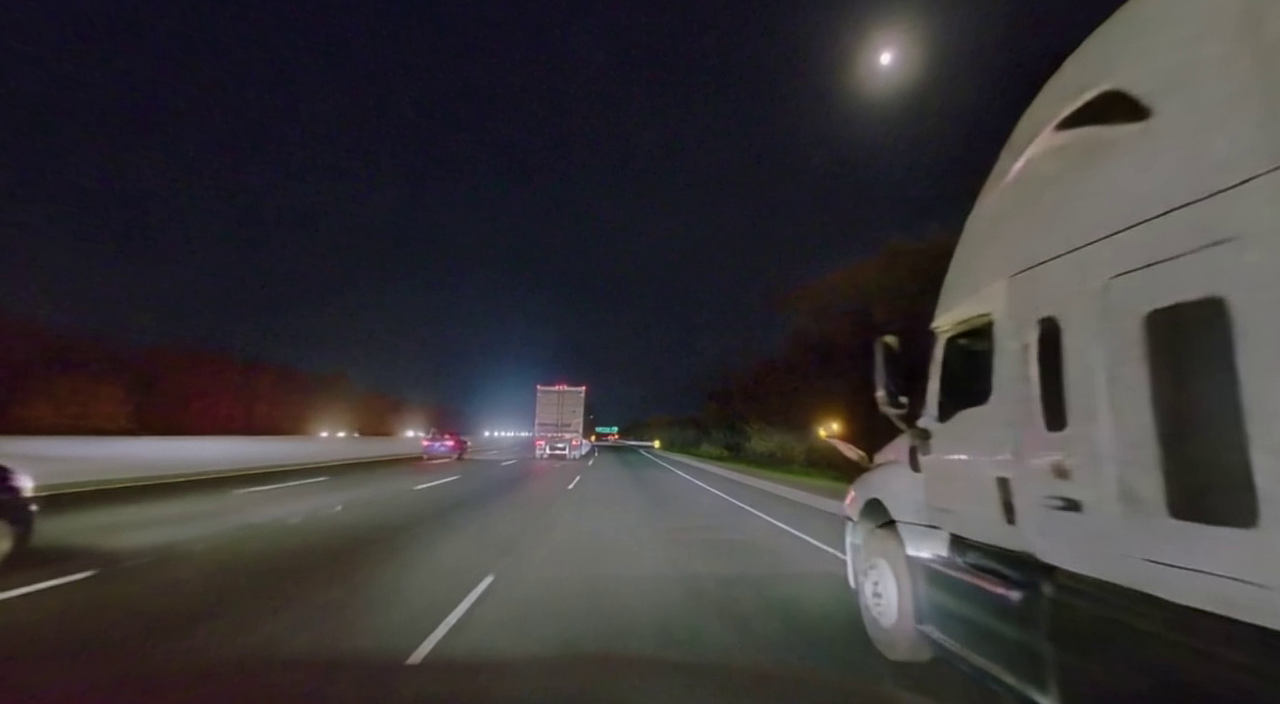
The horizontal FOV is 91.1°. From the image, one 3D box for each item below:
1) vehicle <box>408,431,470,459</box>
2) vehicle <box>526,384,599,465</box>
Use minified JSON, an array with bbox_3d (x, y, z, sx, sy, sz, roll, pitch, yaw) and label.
[{"bbox_3d":[-11.783,5.491,37.190,2.138,1.531,4.864,0,-8,-1],"label":"vehicle"},{"bbox_3d":[-4.213,4.431,37.186,3.002,3.987,12.477,0,-8,-1],"label":"vehicle"}]
